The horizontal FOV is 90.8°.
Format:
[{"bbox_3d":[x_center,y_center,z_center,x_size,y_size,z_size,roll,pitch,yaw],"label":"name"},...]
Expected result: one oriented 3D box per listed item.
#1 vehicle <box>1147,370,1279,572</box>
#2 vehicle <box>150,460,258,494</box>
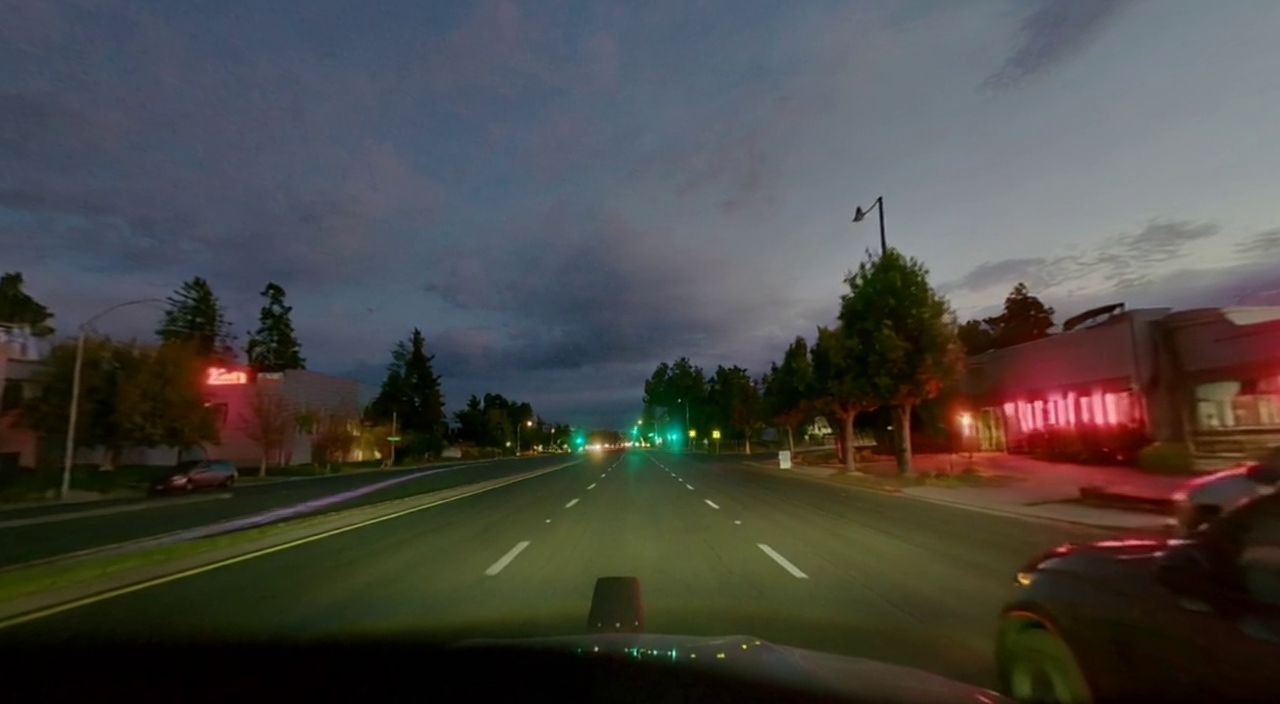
[{"bbox_3d":[7.111,1.000,5.127,1.954,1.907,4.736,0,-9,-1],"label":"vehicle"},{"bbox_3d":[-22.185,6.360,32.535,1.164,1.469,6.173,0,-9,0],"label":"vehicle"}]
